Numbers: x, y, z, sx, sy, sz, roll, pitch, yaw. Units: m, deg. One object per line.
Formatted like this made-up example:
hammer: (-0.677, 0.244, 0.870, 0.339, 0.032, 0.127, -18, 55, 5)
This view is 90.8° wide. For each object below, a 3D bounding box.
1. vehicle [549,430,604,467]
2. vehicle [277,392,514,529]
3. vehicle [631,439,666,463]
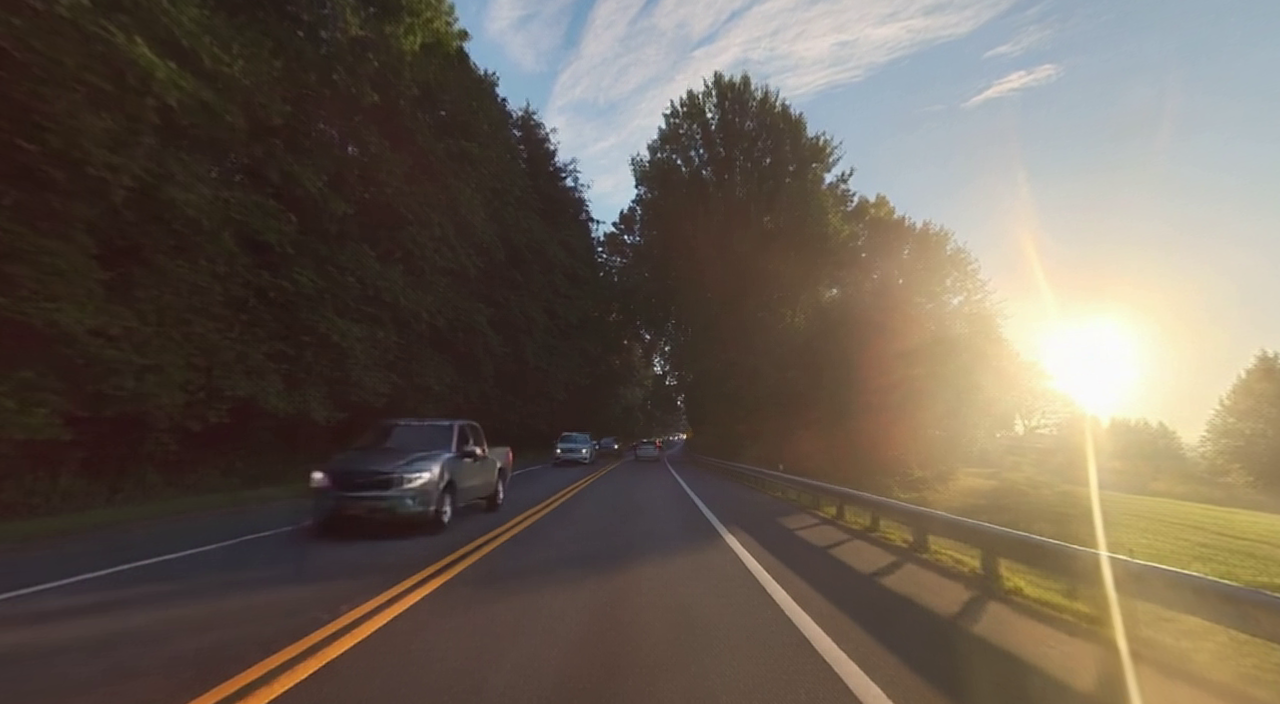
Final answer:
vehicle: (-3.665, 5.724, 37.511, 2.461, 2.030, 5.478, -1, -9, 2)
vehicle: (-4.542, 2.186, 13.173, 2.479, 2.208, 5.780, 0, -9, 2)
vehicle: (0.549, 6.291, 40.249, 2.067, 1.486, 3.861, 0, -9, 1)
